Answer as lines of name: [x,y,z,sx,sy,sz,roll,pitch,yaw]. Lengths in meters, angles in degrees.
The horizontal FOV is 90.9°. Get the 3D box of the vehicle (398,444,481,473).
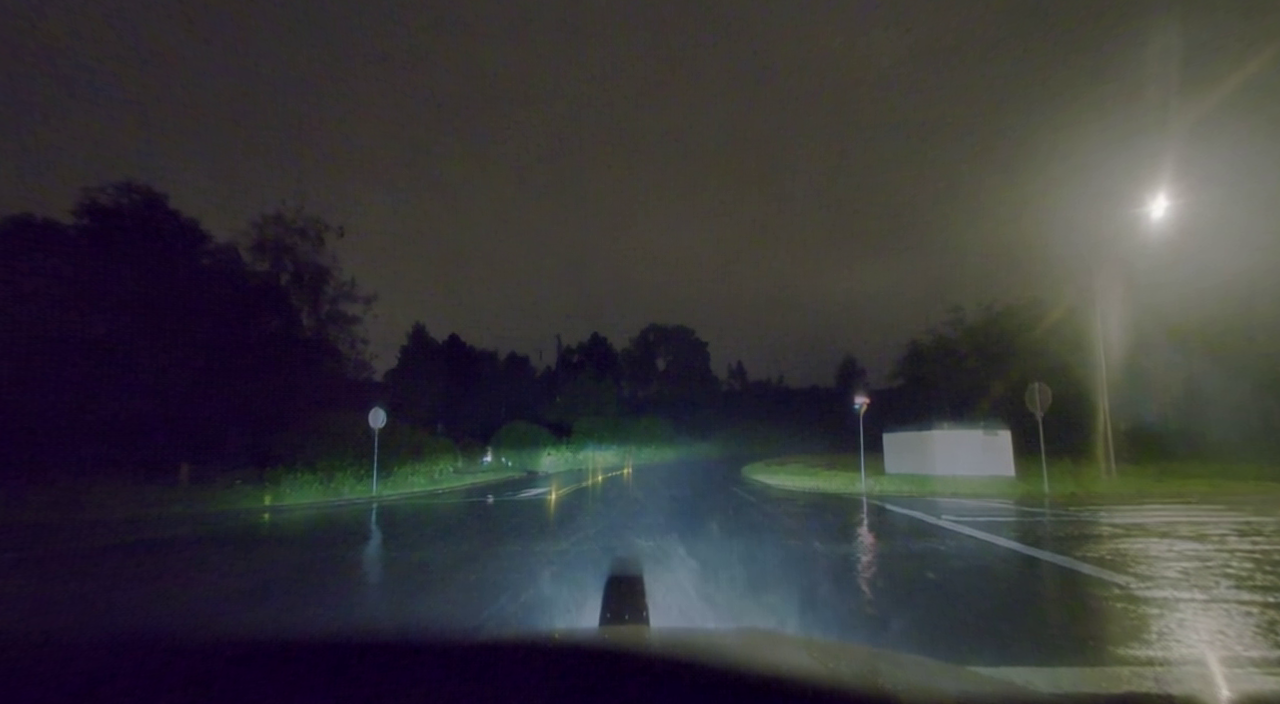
vehicle: [-12.678,6.747,40.063,4.590,1.735,1.973,-1,-9,3]
